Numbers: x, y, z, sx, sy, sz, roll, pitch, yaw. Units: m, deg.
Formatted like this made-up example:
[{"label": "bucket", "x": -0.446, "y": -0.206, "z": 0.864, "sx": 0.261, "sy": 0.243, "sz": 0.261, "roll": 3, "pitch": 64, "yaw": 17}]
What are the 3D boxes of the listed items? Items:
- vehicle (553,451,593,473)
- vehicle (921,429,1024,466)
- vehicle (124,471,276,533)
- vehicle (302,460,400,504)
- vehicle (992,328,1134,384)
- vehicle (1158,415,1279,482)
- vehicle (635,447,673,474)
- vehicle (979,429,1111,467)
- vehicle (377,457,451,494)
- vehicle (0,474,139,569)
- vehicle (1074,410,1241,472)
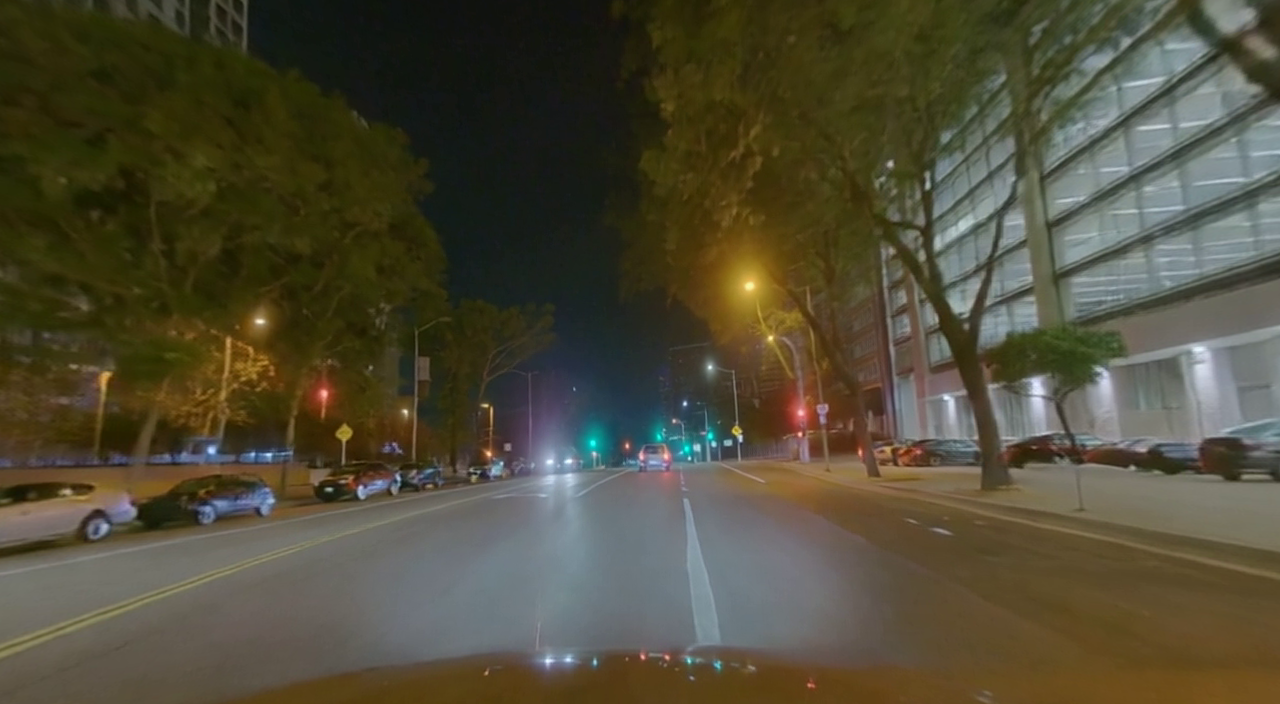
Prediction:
[{"label": "vehicle", "x": -4.712, "y": 7.788, "z": 44.989, "sx": 1.993, "sy": 1.463, "sz": 4.265, "roll": -1, "pitch": -9, "yaw": 5}, {"label": "vehicle", "x": 16.129, "y": 4.691, "z": 30.798, "sx": 3.922, "sy": 1.420, "sz": 1.784, "roll": -5, "pitch": -10, "yaw": 4}, {"label": "vehicle", "x": -12.740, "y": 4.317, "z": 18.608, "sx": 1.646, "sy": 1.462, "sz": 3.740, "roll": -1, "pitch": -9, "yaw": 2}, {"label": "vehicle", "x": -12.283, "y": 5.528, "z": 27.205, "sx": 1.997, "sy": 1.668, "sz": 4.084, "roll": -1, "pitch": -9, "yaw": 5}, {"label": "vehicle", "x": 15.369, "y": 0.172, "z": 23.124, "sx": 3.766, "sy": 1.708, "sz": 1.810, "roll": -1, "pitch": -9, "yaw": 5}, {"label": "vehicle", "x": 14.588, "y": 2.200, "z": 14.563, "sx": 3.556, "sy": 1.414, "sz": 1.851, "roll": -1, "pitch": -9, "yaw": 2}, {"label": "vehicle", "x": 0.873, "y": 6.231, "z": 36.625, "sx": 2.051, "sy": 1.454, "sz": 4.132, "roll": -1, "pitch": -9, "yaw": 3}, {"label": "vehicle", "x": 16.154, "y": 3.867, "z": 25.398, "sx": 3.620, "sy": 1.412, "sz": 2.472, "roll": -1, "pitch": -9, "yaw": 3}, {"label": "vehicle", "x": -11.882, "y": 6.501, "z": 33.577, "sx": 2.016, "sy": 1.627, "sz": 4.742, "roll": -2, "pitch": -8, "yaw": 3}, {"label": "vehicle", "x": -12.934, "y": 3.398, "z": 12.569, "sx": 1.984, "sy": 1.635, "sz": 4.525, "roll": -4, "pitch": -9, "yaw": 5}, {"label": "vehicle", "x": 16.056, "y": 2.854, "z": 20.040, "sx": 2.050, "sy": 1.573, "sz": 5.029, "roll": -6, "pitch": -10, "yaw": 15}]
